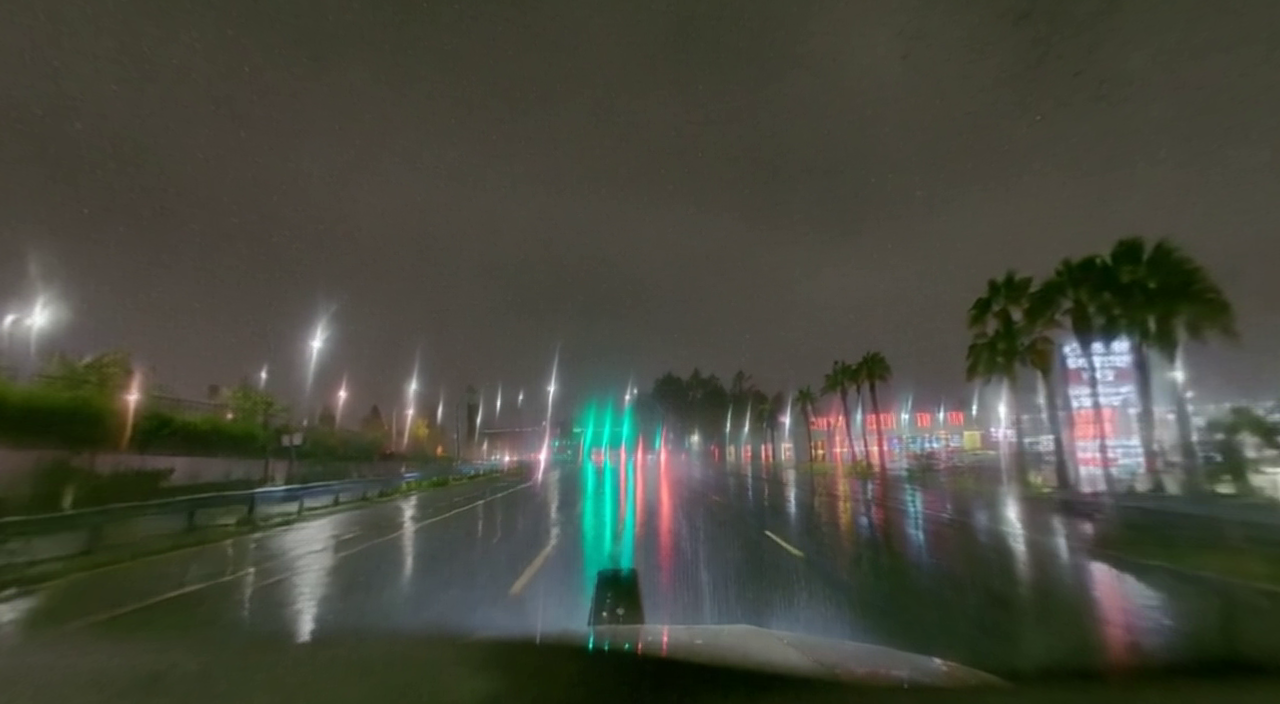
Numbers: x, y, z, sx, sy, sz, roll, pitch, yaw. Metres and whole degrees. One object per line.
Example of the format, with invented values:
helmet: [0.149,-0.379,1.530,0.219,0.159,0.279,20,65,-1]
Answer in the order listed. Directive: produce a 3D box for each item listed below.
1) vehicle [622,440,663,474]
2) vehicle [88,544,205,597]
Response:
vehicle: [0.116,5.680,34.322,2.089,1.718,4.193,0,-9,-1]
vehicle: [-29.731,13.162,38.260,2.309,1.963,5.918,-1,-8,0]
